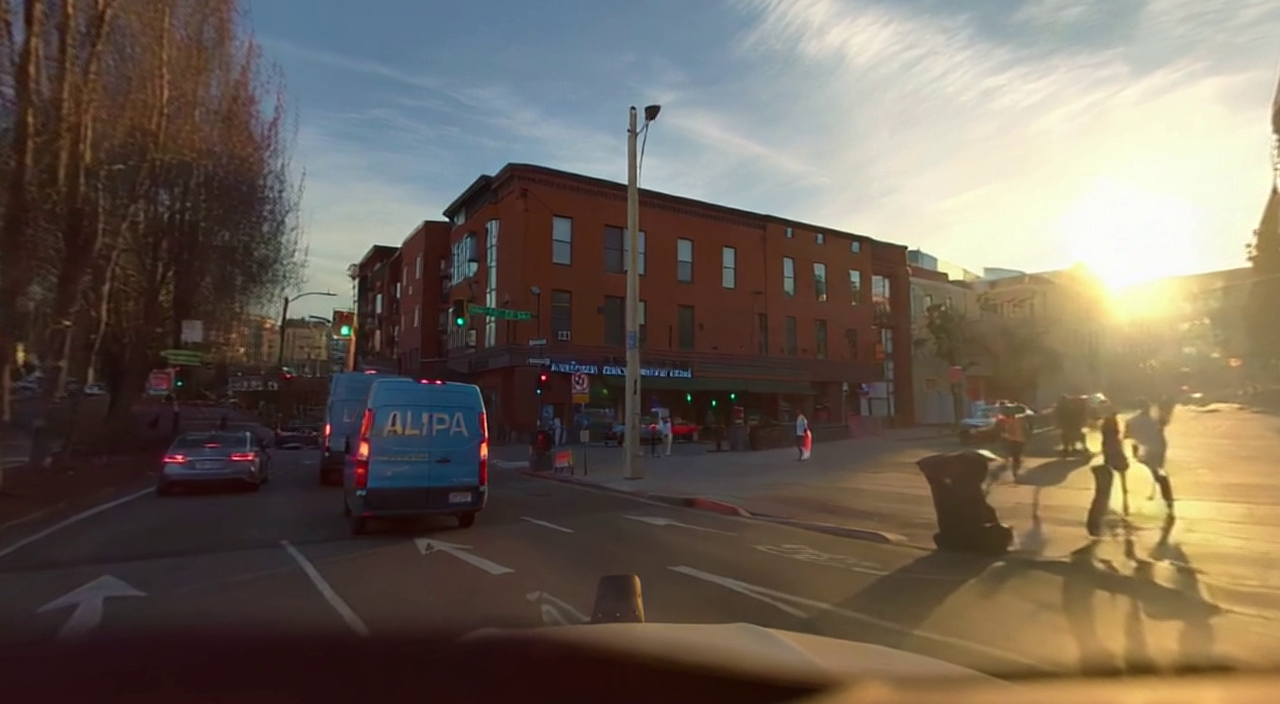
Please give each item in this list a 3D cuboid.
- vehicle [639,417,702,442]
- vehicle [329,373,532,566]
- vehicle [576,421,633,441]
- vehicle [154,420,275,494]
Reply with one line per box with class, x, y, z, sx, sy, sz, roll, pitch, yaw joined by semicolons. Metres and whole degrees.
vehicle;2.082;5.283;42.514;4.020;1.572;1.718;6;-10;-32
vehicle;-3.090;1.478;8.654;1.951;1.907;4.266;4;-9;-27
vehicle;-2.638;5.995;47.460;3.885;1.449;1.757;5;-9;-28
vehicle;-9.691;2.377;14.622;1.841;1.461;3.426;4;-9;-27
